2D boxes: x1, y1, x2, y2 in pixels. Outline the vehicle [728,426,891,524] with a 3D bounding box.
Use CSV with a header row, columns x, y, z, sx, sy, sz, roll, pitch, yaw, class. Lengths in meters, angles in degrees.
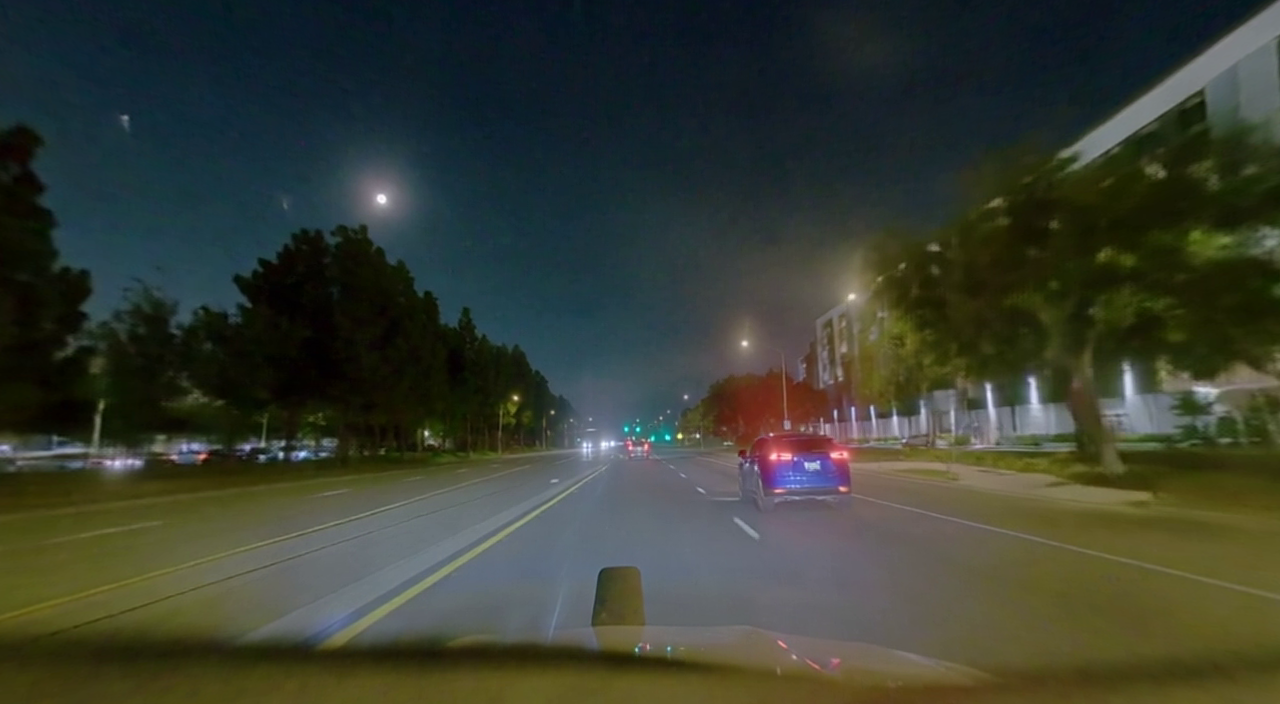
x,y,z,sx,sy,sz,roll,pitch,yaw,class
3.215,2.429,13.042,2.060,1.665,4.284,0,-8,-1,vehicle
